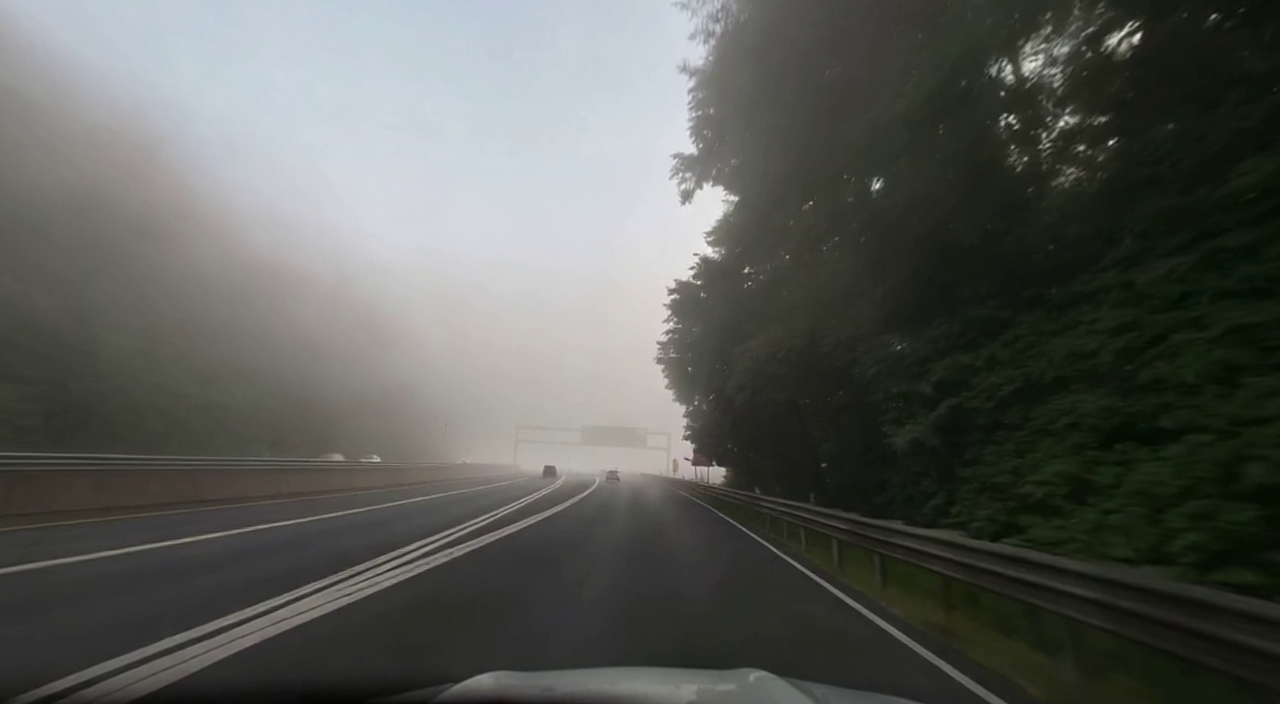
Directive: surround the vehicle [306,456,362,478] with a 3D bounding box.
[{"bbox_3d":[-22.390,8.446,46.267,2.041,1.494,4.669,1,-11,-4],"label":"vehicle"}]
